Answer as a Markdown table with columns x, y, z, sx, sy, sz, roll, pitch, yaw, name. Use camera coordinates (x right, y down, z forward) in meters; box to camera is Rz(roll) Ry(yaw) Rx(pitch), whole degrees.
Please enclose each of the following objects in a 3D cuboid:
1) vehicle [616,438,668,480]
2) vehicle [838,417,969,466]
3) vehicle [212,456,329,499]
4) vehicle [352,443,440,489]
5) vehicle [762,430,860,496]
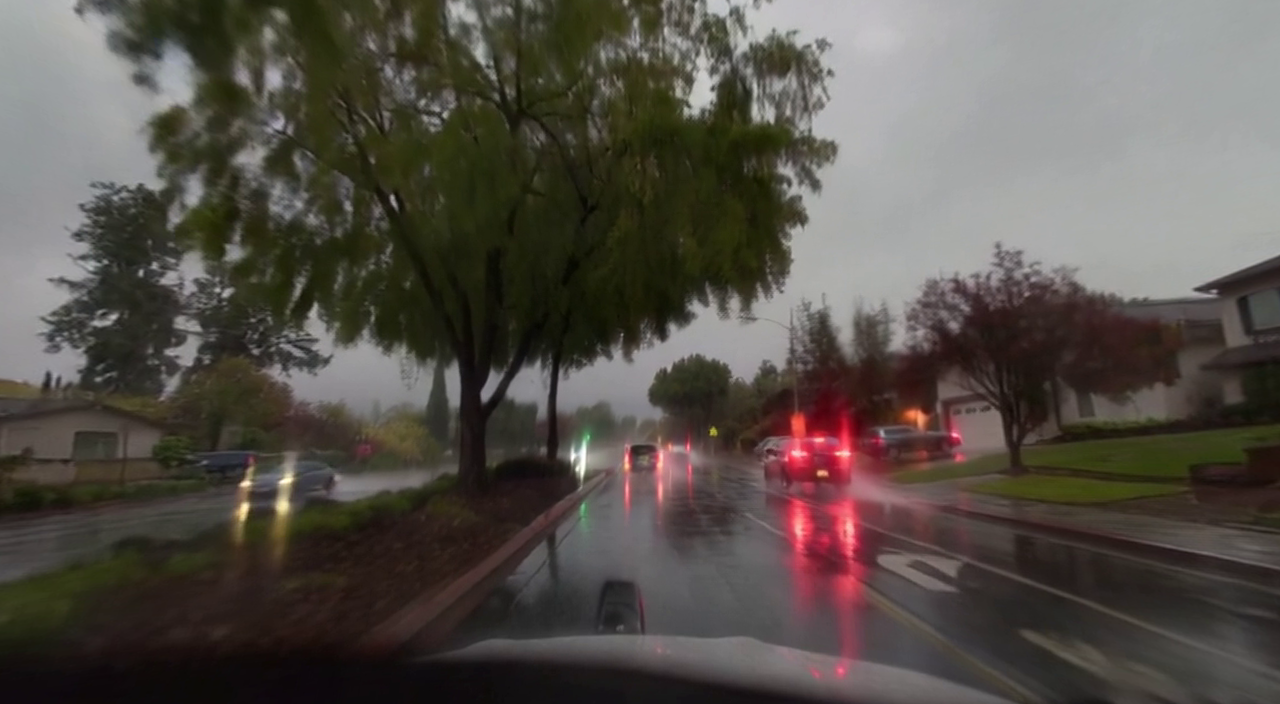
| x | y | z | sx | sy | sz | roll | pitch | yaw | name |
| --- | --- | --- | --- | --- | --- | --- | --- | --- | --- |
| 0.112 | 4.578 | 27.374 | 2.106 | 1.655 | 3.717 | 0 | -8 | 1 | vehicle |
| 11.921 | 4.119 | 28.862 | 4.919 | 1.886 | 2.086 | -3 | -10 | 2 | vehicle |
| -14.365 | 4.871 | 24.926 | 1.840 | 1.450 | 4.521 | 0 | -8 | 1 | vehicle |
| -10.288 | 4.801 | 27.041 | 2.028 | 1.759 | 4.360 | 0 | -8 | 0 | vehicle |
| 5.122 | 3.367 | 19.656 | 2.045 | 1.776 | 4.851 | 0 | -8 | 5 | vehicle |
